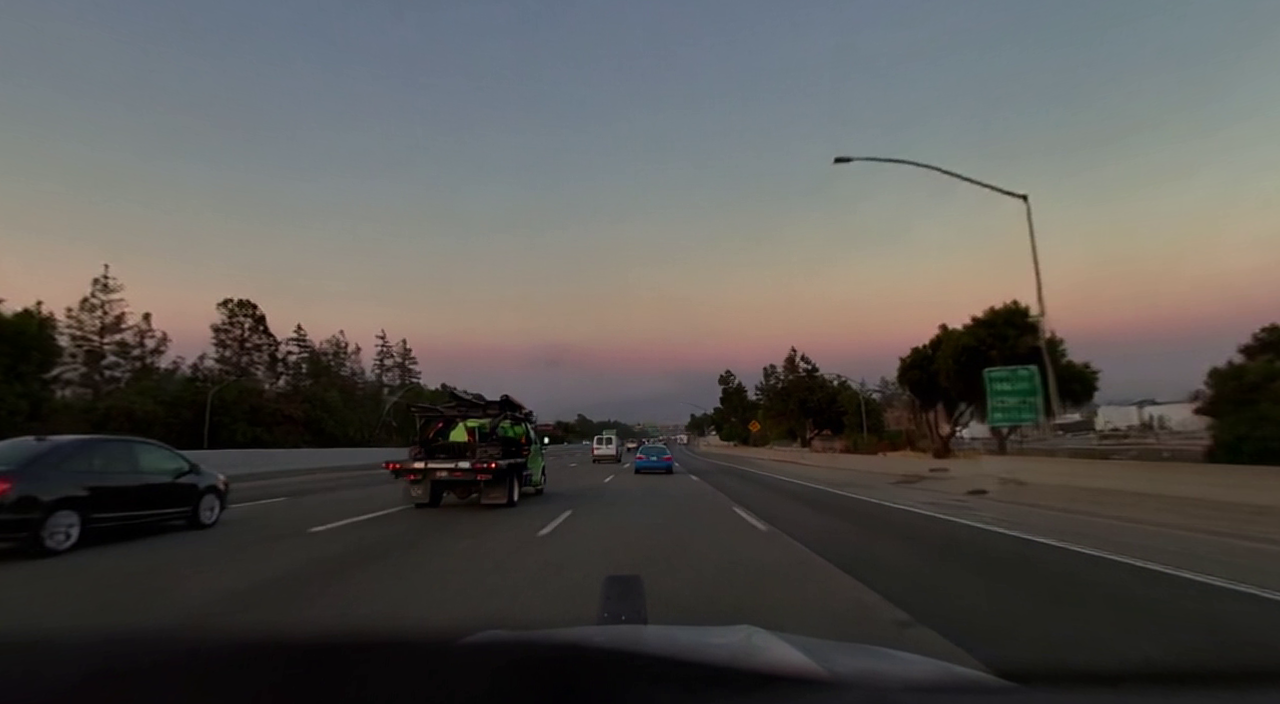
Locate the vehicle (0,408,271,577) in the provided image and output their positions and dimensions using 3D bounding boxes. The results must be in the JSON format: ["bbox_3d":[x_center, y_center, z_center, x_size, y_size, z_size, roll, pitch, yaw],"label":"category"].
[{"bbox_3d":[-6.911,1.564,7.552,1.926,1.561,4.868,0,-8,1],"label":"vehicle"}]

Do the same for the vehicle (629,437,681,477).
[{"bbox_3d":[0.661,4.775,28.812,2.165,1.653,4.456,0,-8,1],"label":"vehicle"}]

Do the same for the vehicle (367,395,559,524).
[{"bbox_3d":[-3.238,2.151,13.031,2.292,2.070,5.532,0,-8,1],"label":"vehicle"}]
